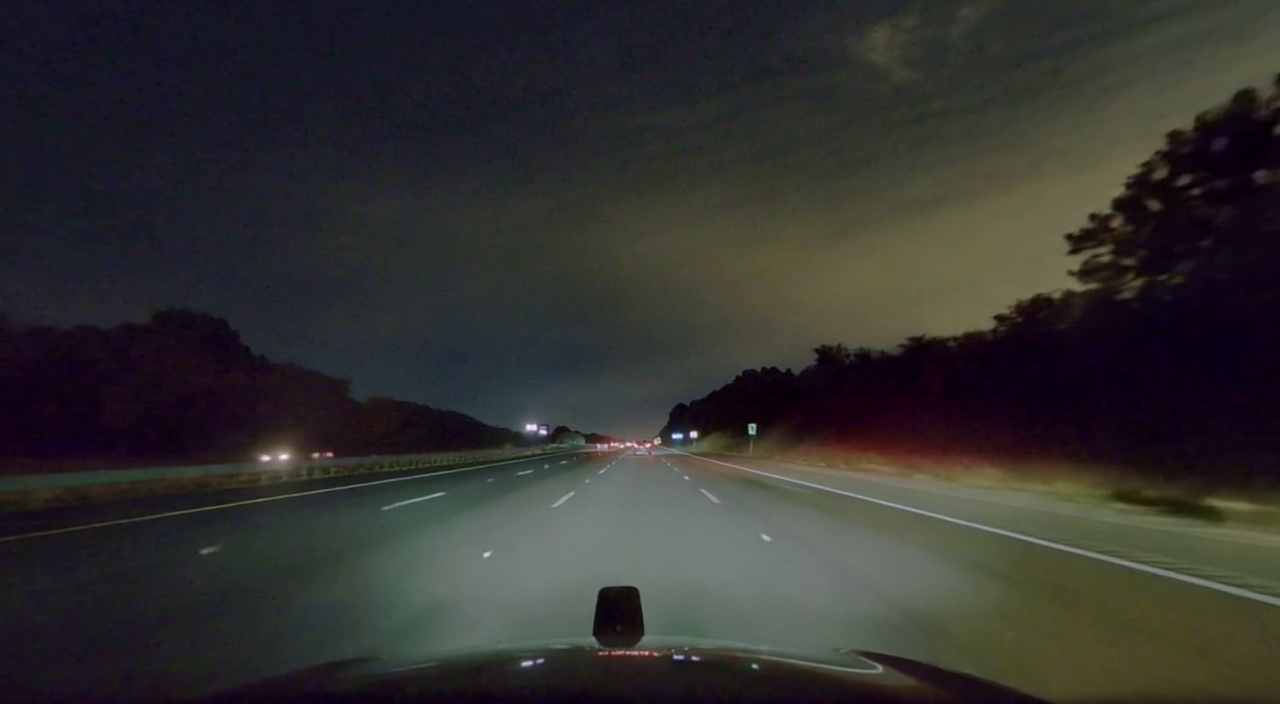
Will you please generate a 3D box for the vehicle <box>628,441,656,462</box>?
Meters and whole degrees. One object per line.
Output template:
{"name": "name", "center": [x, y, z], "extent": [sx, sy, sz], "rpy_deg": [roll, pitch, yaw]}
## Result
{"name": "vehicle", "center": [0.090, 7.504, 47.768], "extent": [2.021, 1.528, 4.154], "rpy_deg": [0, -8, -1]}
